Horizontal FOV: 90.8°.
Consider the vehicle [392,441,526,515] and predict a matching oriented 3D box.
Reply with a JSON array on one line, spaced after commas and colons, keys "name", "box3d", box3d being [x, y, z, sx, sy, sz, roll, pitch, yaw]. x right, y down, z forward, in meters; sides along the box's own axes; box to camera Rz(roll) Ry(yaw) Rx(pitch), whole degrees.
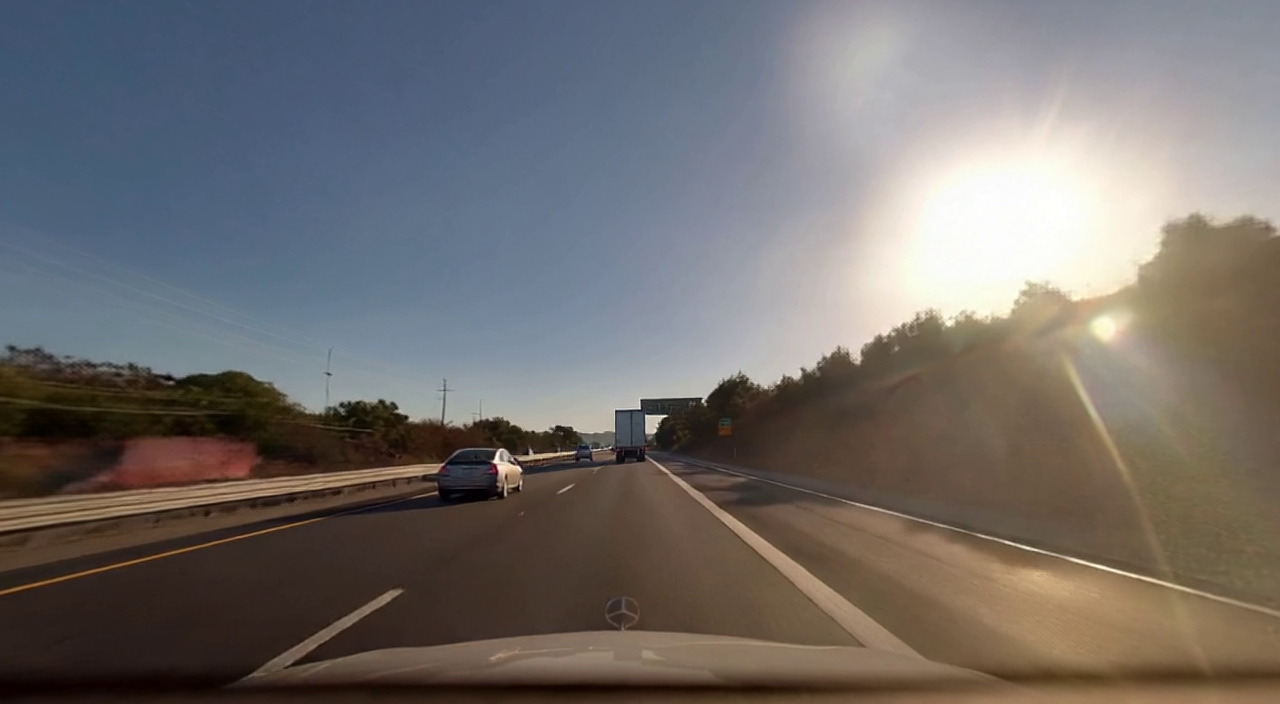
[{"name": "vehicle", "box3d": [-4.140, 2.933, 15.198, 1.978, 1.507, 4.062, 0, -9, 0]}]
